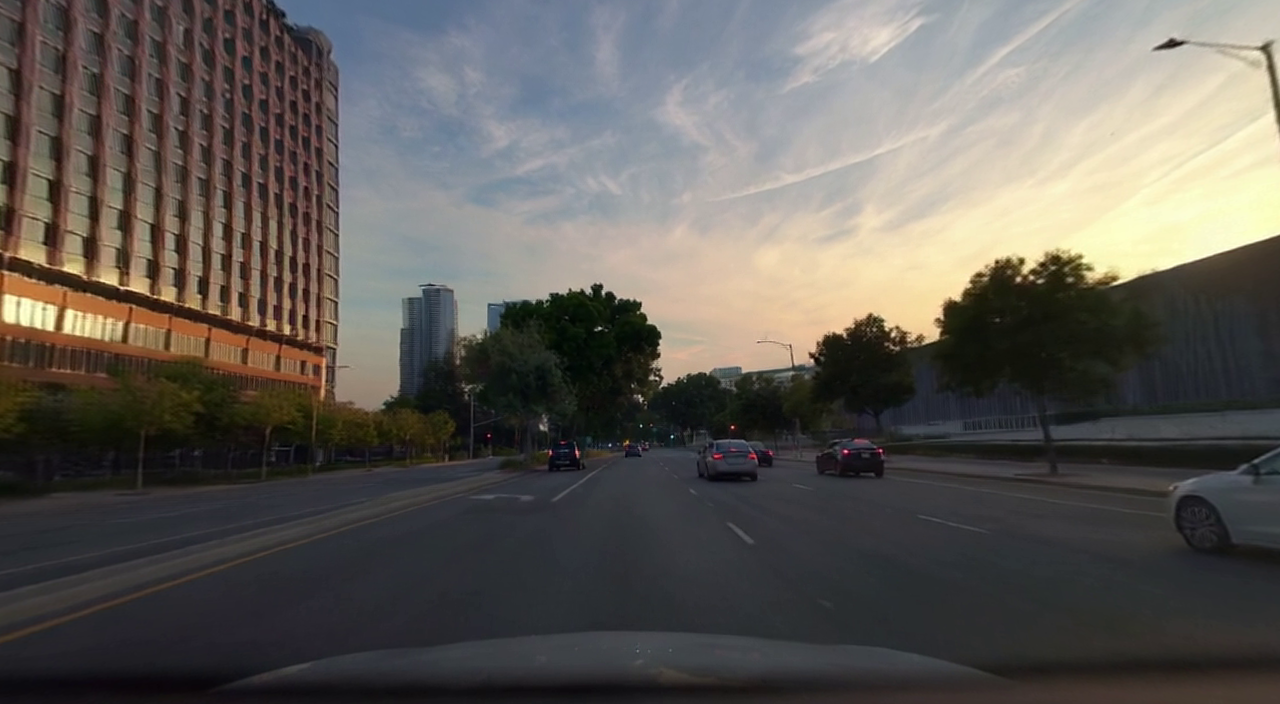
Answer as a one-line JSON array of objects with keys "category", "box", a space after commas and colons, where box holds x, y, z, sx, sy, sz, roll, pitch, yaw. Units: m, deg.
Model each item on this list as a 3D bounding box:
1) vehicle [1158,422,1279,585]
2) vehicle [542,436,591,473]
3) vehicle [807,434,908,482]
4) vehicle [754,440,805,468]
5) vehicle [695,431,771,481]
[{"category": "vehicle", "box": [6.673, 1.210, 4.724, 1.830, 1.443, 4.351, -1, -8, -1]}, {"category": "vehicle", "box": [-3.784, 5.347, 33.240, 2.155, 1.797, 3.989, -1, -8, 0]}, {"category": "vehicle", "box": [7.767, 3.819, 23.076, 1.944, 1.503, 4.723, -1, -8, -1]}, {"category": "vehicle", "box": [7.913, 5.842, 36.263, 1.884, 1.478, 4.164, -1, -8, -1]}, {"category": "vehicle", "box": [3.493, 4.024, 24.694, 2.152, 1.742, 4.704, -1, -8, -1]}]
